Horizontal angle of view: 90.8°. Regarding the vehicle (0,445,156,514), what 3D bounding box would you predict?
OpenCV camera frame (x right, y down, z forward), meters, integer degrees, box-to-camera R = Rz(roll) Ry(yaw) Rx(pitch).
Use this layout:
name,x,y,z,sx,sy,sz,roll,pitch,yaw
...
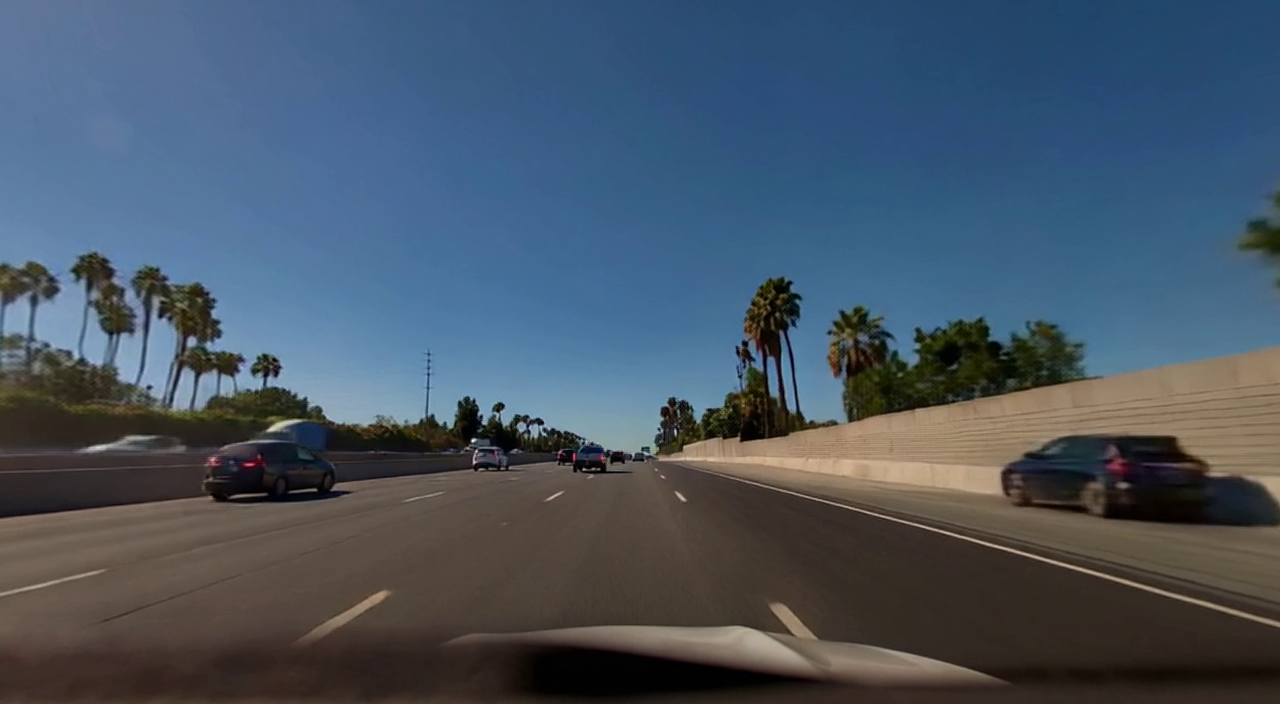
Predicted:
name,x,y,z,sx,sy,sz,roll,pitch,yaw
vehicle,-16.209,3.456,17.661,1.836,1.662,4.317,0,-9,1

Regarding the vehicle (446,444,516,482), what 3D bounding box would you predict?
name,x,y,z,sx,sy,sz,roll,pitch,yaw
vehicle,-7.671,5.403,31.053,2.204,1.677,4.438,0,-9,1

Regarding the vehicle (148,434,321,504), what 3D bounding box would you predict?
name,x,y,z,sx,sy,sz,roll,pitch,yaw
vehicle,-12.193,3.527,19.543,1.986,1.875,4.902,0,-9,1

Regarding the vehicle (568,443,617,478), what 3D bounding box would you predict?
name,x,y,z,sx,sy,sz,roll,pitch,yaw
vehicle,-2.412,5.619,32.879,2.201,1.672,4.128,0,-9,0

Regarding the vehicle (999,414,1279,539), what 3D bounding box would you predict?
name,x,y,z,sx,sy,sz,roll,pitch,yaw
vehicle,10.378,2.463,13.265,2.302,2.014,5.925,0,-9,1
